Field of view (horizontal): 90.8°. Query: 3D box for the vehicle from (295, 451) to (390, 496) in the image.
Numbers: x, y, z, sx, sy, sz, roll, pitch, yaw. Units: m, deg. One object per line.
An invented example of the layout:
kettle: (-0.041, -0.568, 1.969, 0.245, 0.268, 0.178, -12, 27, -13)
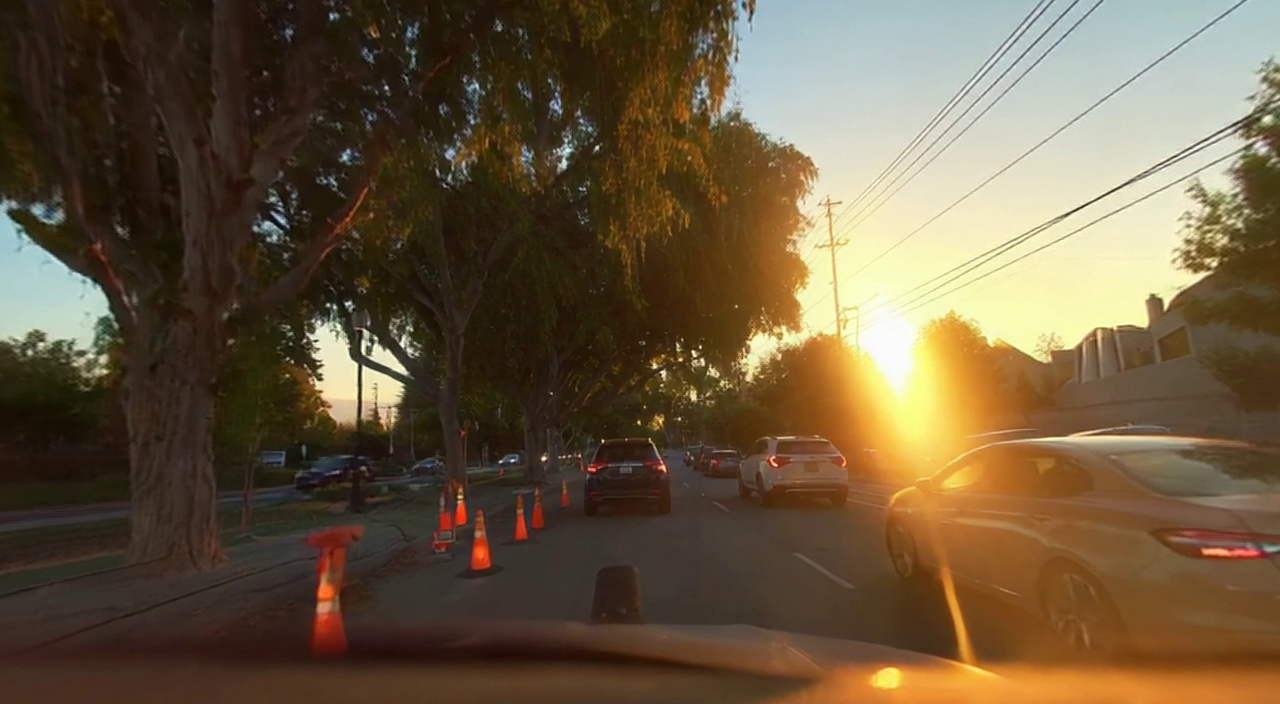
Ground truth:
vehicle: (-12.664, 5.152, 27.241, 1.911, 1.693, 4.452, -1, -8, 0)

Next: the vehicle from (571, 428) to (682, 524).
vehicle: (-0.294, 2.599, 13.765, 2.050, 1.745, 3.915, 0, -8, -1)

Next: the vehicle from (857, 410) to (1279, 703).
vehicle: (3.393, 1.265, 4.539, 1.977, 1.460, 4.565, 0, -8, -1)

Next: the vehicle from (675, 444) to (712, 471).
vehicle: (3.752, 7.518, 45.273, 2.175, 1.788, 4.271, 0, -8, -2)

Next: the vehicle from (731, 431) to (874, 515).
vehicle: (3.746, 2.882, 15.609, 2.116, 1.726, 4.672, 0, -8, -2)
